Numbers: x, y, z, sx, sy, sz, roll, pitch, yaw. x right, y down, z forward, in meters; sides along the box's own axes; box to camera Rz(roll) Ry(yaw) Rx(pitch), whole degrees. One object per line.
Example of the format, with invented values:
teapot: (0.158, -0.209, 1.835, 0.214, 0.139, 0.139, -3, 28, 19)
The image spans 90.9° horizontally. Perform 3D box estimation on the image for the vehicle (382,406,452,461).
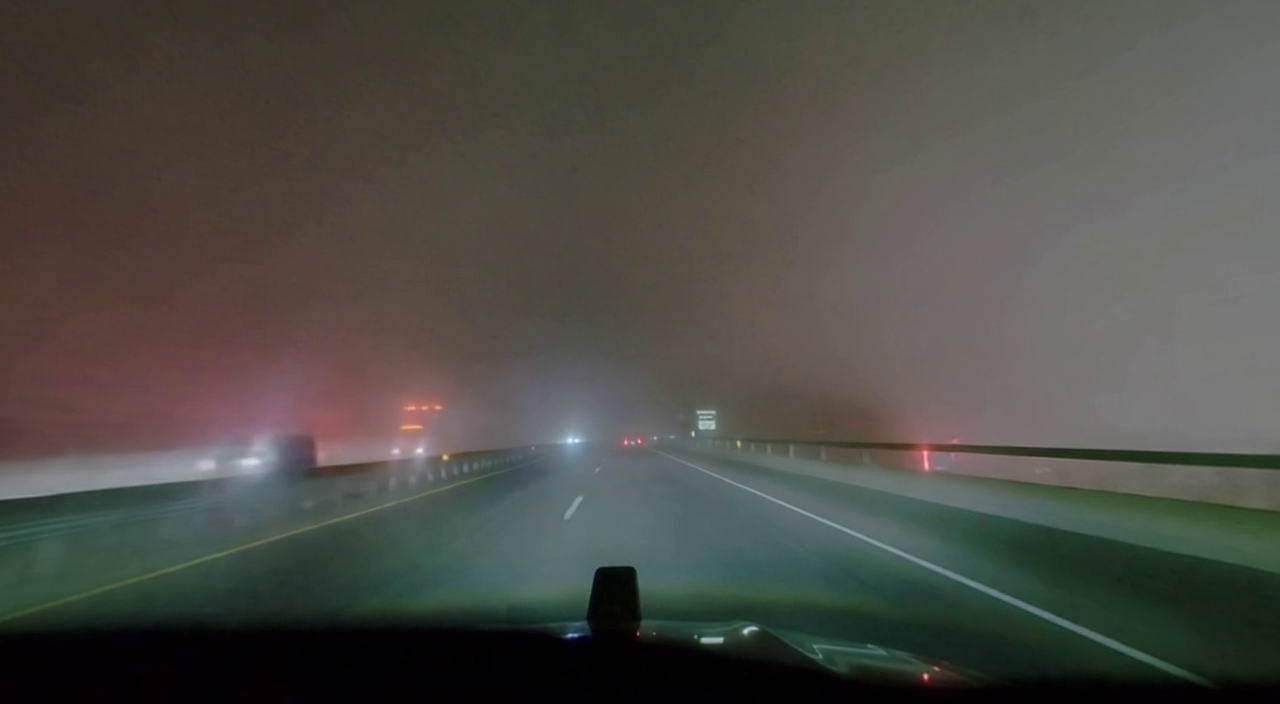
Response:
vehicle: (-17.024, 6.304, 48.681, 3.068, 3.877, 6.541, 0, -8, -1)

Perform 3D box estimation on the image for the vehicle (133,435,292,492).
vehicle: (-12.046, 3.120, 18.141, 1.934, 1.441, 3.930, 0, -8, -3)
